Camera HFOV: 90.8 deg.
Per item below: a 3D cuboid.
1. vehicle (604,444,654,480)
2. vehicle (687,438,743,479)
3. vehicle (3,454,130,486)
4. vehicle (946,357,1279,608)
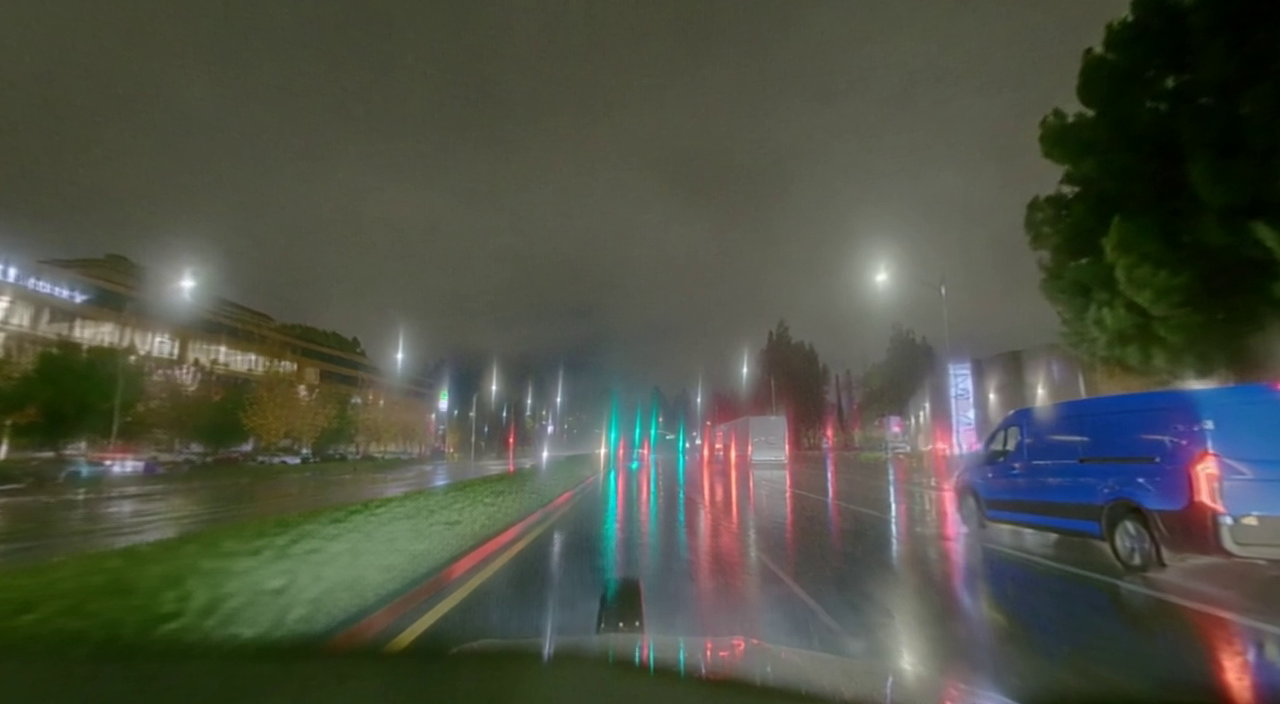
[{"bbox_3d":[-0.497,4.926,28.605,2.095,1.456,3.873,0,-8,-1],"label":"vehicle"},{"bbox_3d":[3.358,4.837,29.008,2.047,1.711,4.265,0,-8,0],"label":"vehicle"},{"bbox_3d":[-29.594,6.084,32.696,4.761,1.522,1.968,-1,-10,3],"label":"vehicle"},{"bbox_3d":[6.687,1.503,8.189,2.573,2.127,5.568,0,-8,0],"label":"vehicle"}]
